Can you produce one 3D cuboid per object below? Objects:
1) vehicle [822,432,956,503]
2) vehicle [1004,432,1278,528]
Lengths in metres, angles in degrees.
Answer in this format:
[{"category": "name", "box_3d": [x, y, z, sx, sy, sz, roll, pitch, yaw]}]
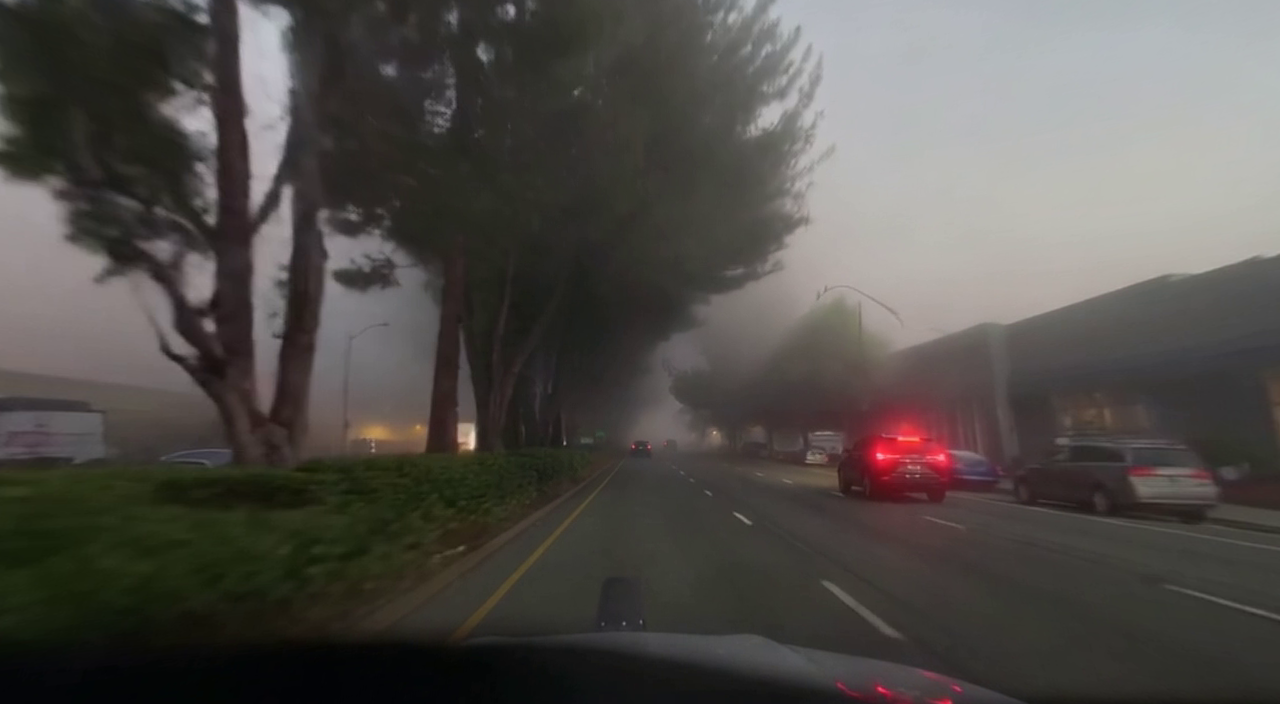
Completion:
[{"category": "vehicle", "box_3d": [6.492, 3.038, 16.963, 2.072, 1.669, 3.836, 0, -8, 1]}, {"category": "vehicle", "box_3d": [10.687, 2.719, 14.129, 2.244, 1.754, 4.791, 0, -8, 1]}]
